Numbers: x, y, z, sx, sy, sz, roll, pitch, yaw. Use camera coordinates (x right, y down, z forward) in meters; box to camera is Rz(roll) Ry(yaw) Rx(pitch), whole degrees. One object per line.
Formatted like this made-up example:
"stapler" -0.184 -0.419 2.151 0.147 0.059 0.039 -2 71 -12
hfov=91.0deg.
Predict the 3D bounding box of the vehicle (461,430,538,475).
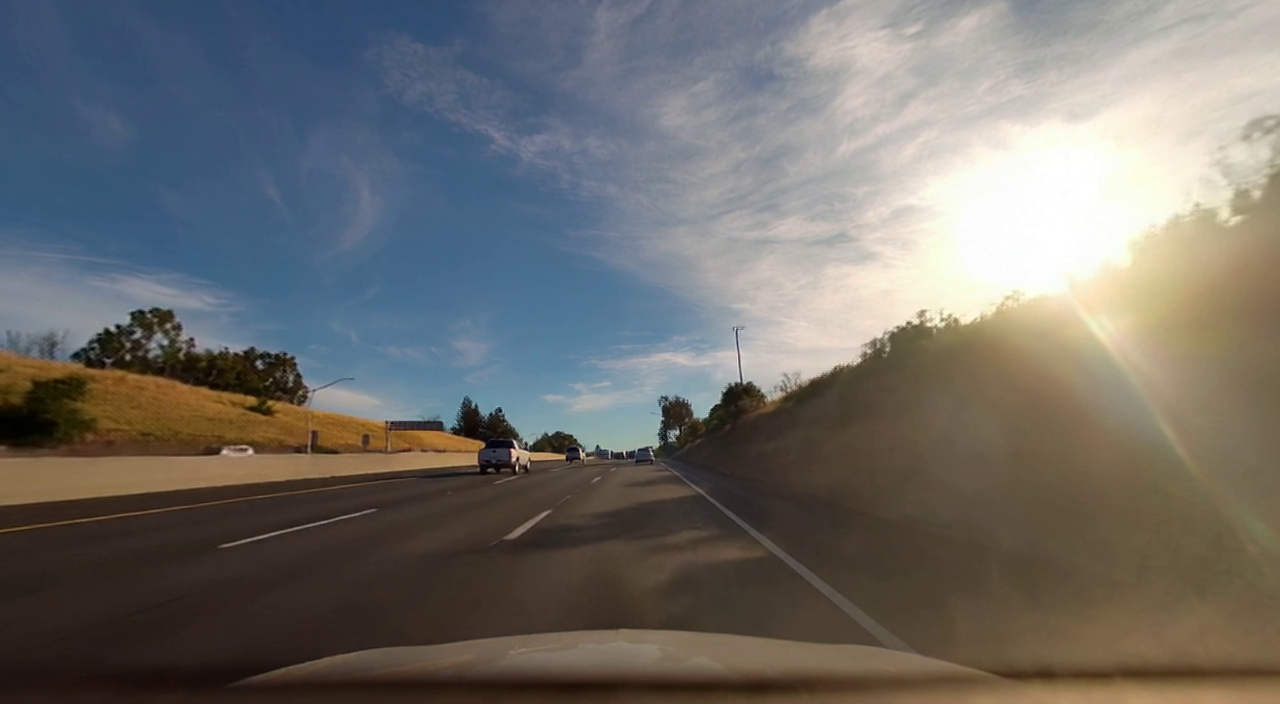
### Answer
"vehicle" -6.686 4.883 30.852 2.438 1.967 5.596 0 -9 0

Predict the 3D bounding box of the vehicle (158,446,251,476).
"vehicle" -24.962 6.234 36.364 1.866 1.557 4.805 0 -9 1

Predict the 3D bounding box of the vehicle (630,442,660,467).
"vehicle" 0.364 7.691 47.367 2.141 1.706 4.065 0 -9 0
